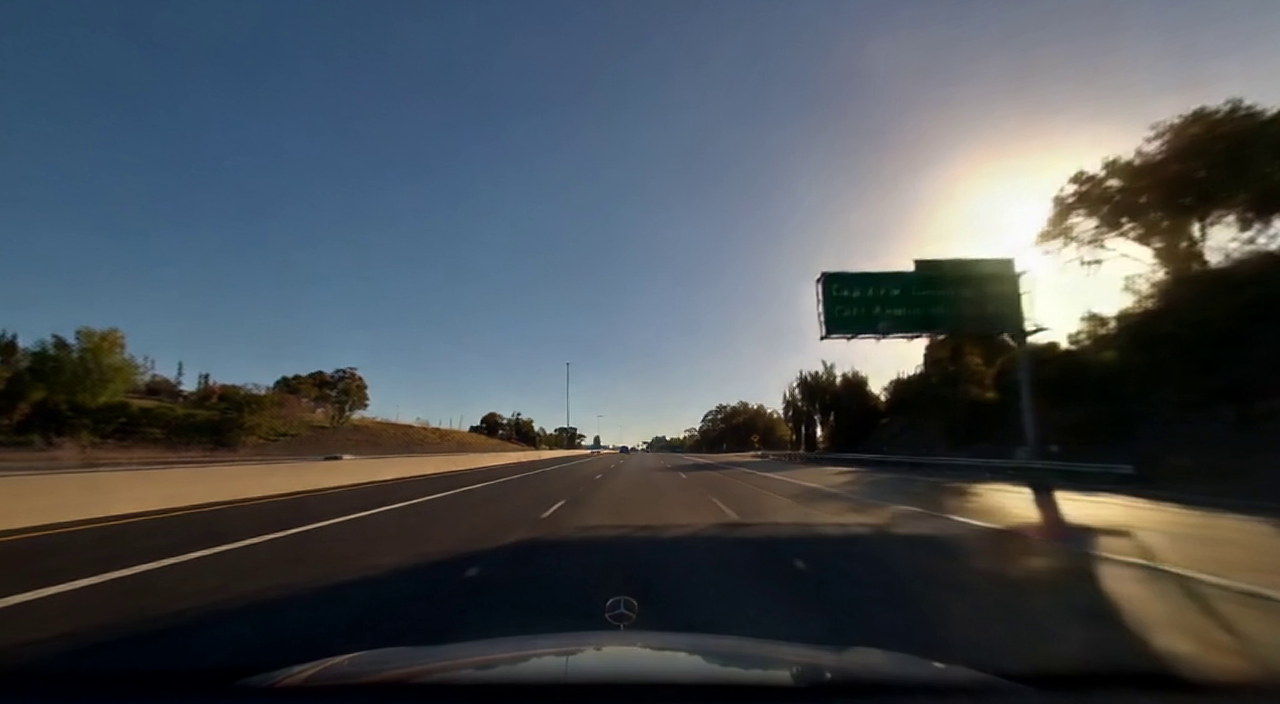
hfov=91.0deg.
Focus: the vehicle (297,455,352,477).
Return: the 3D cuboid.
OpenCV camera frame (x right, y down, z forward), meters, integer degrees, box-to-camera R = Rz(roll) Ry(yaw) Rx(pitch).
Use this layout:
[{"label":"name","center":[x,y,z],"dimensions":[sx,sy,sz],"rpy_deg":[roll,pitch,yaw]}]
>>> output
[{"label":"vehicle","center":[-24.326,8.768,48.662],"dimensions":[1.864,1.501,4.468],"rpy_deg":[0,-9,1]}]
